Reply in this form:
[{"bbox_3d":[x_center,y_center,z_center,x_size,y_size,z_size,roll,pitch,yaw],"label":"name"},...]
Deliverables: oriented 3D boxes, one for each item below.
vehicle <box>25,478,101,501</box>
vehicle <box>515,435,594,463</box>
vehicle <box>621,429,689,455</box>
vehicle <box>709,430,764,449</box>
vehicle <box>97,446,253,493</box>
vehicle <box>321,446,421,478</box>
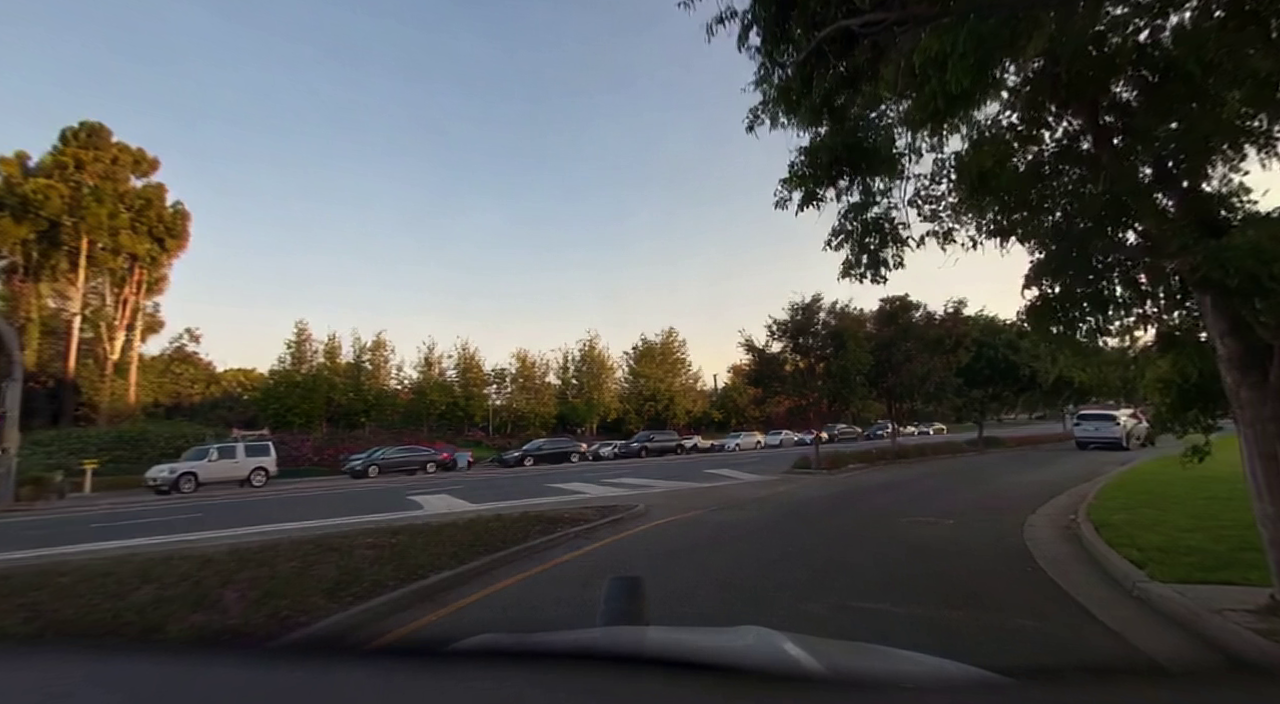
[{"bbox_3d":[-42.238,10.044,46.134,4.321,1.502,1.782,-2,-9,13],"label":"vehicle"},{"bbox_3d":[-5.312,6.094,39.589,4.600,1.642,1.876,7,-11,-40],"label":"vehicle"},{"bbox_3d":[1.114,6.427,44.918,4.662,1.758,1.969,7,-11,-39],"label":"vehicle"},{"bbox_3d":[7.660,6.959,49.887,4.377,1.473,1.832,7,-11,-38],"label":"vehicle"},{"bbox_3d":[-20.290,5.089,27.715,5.256,1.838,2.002,7,-11,-38],"label":"vehicle"},{"bbox_3d":[-13.977,5.679,32.842,4.399,1.497,1.777,7,-11,-38],"label":"vehicle"}]
